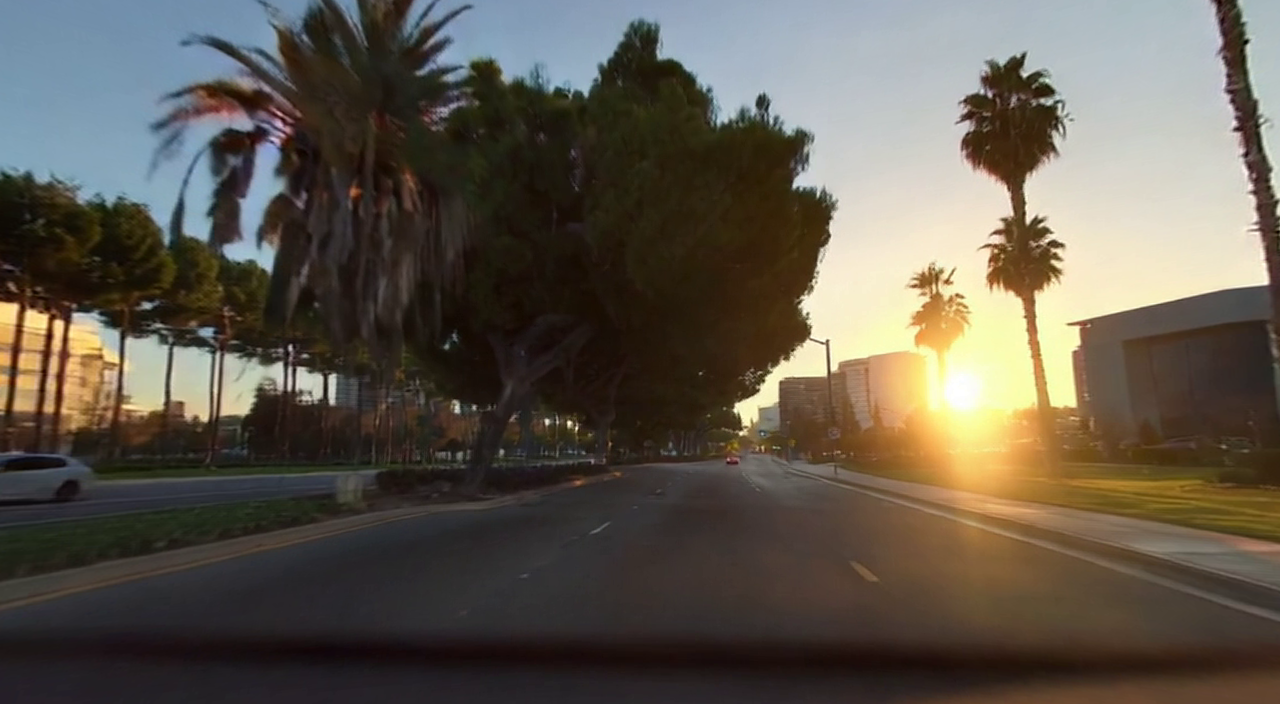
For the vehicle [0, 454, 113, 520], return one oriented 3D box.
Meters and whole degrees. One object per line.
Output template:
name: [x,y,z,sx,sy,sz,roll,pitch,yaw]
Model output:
vehicle: [-15.726,3.201,14.896,1.915,1.490,4.763,-1,-9,8]
